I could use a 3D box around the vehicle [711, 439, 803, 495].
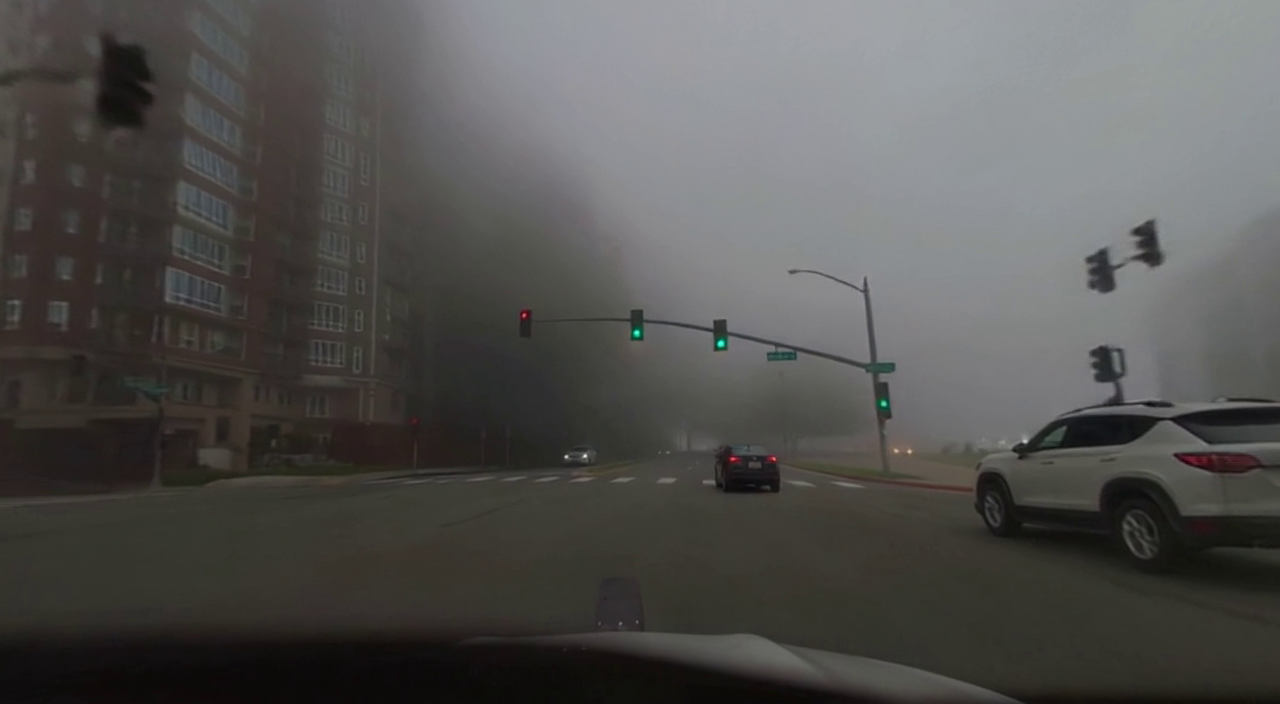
[{"bbox_3d":[3.446,3.482,19.472,2.003,1.480,4.494,0,-9,1],"label":"vehicle"}]

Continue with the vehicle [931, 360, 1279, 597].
[{"bbox_3d":[6.432,1.512,8.315,2.427,2.017,5.763,0,-9,0],"label":"vehicle"}]

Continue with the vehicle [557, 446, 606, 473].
[{"bbox_3d":[-3.475,6.471,38.280,2.032,1.484,4.437,-1,-9,7],"label":"vehicle"}]
